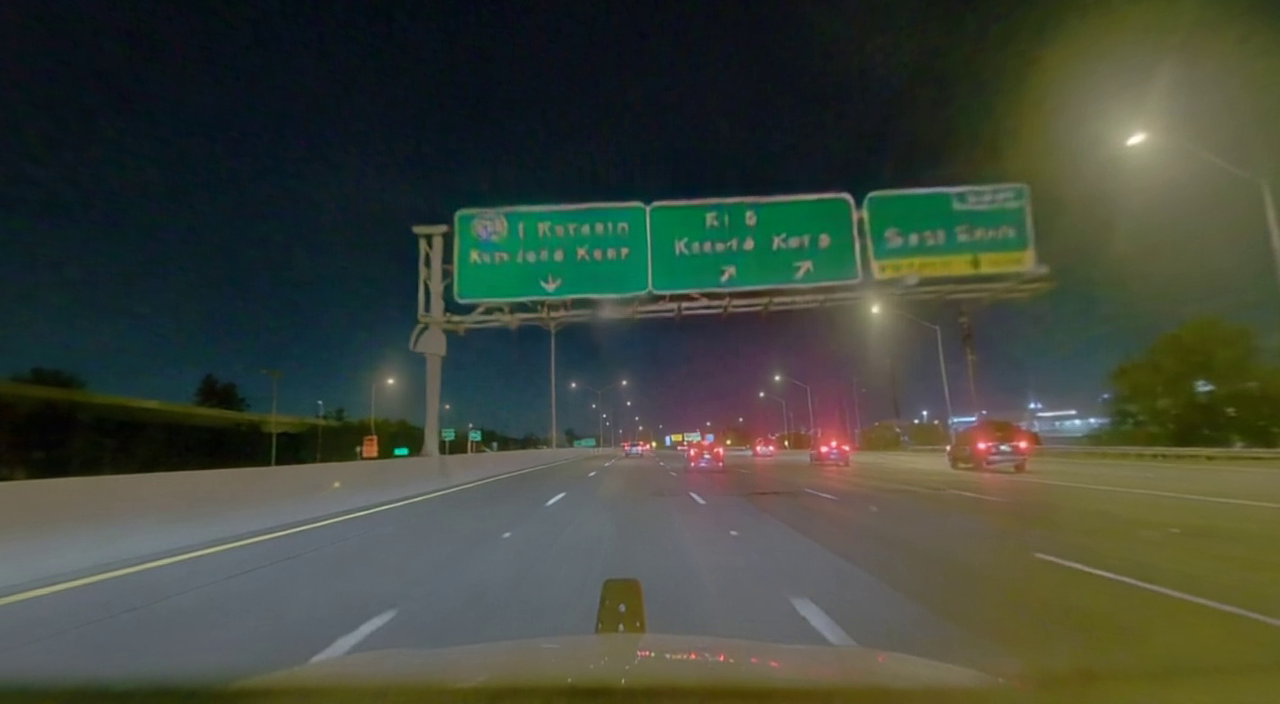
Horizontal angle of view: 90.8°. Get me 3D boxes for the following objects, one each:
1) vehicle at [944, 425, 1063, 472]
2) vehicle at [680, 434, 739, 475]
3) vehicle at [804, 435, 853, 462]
[{"bbox_3d":[16.279,4.385,28.746,2.190,1.911,5.658,0,-8,2],"label":"vehicle"},{"bbox_3d":[2.941,4.457,27.629,1.997,1.638,4.281,0,-9,-2],"label":"vehicle"},{"bbox_3d":[13.116,6.735,44.286,2.070,1.782,5.006,-1,-8,3],"label":"vehicle"}]
